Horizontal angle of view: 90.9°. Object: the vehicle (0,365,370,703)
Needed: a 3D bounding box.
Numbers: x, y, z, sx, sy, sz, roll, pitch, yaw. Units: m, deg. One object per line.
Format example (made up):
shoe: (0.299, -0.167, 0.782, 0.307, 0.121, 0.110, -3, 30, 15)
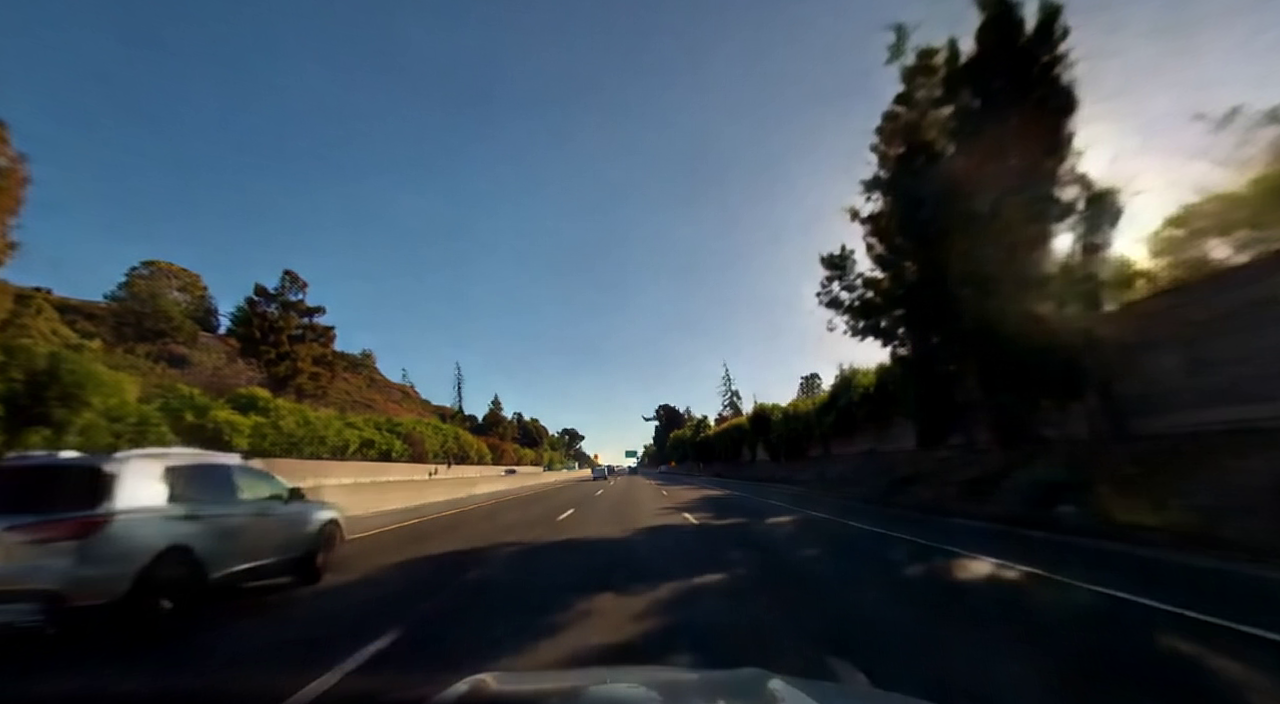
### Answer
vehicle: (-4.291, 1.262, 4.935, 2.178, 1.736, 4.847, 1, -10, 0)
